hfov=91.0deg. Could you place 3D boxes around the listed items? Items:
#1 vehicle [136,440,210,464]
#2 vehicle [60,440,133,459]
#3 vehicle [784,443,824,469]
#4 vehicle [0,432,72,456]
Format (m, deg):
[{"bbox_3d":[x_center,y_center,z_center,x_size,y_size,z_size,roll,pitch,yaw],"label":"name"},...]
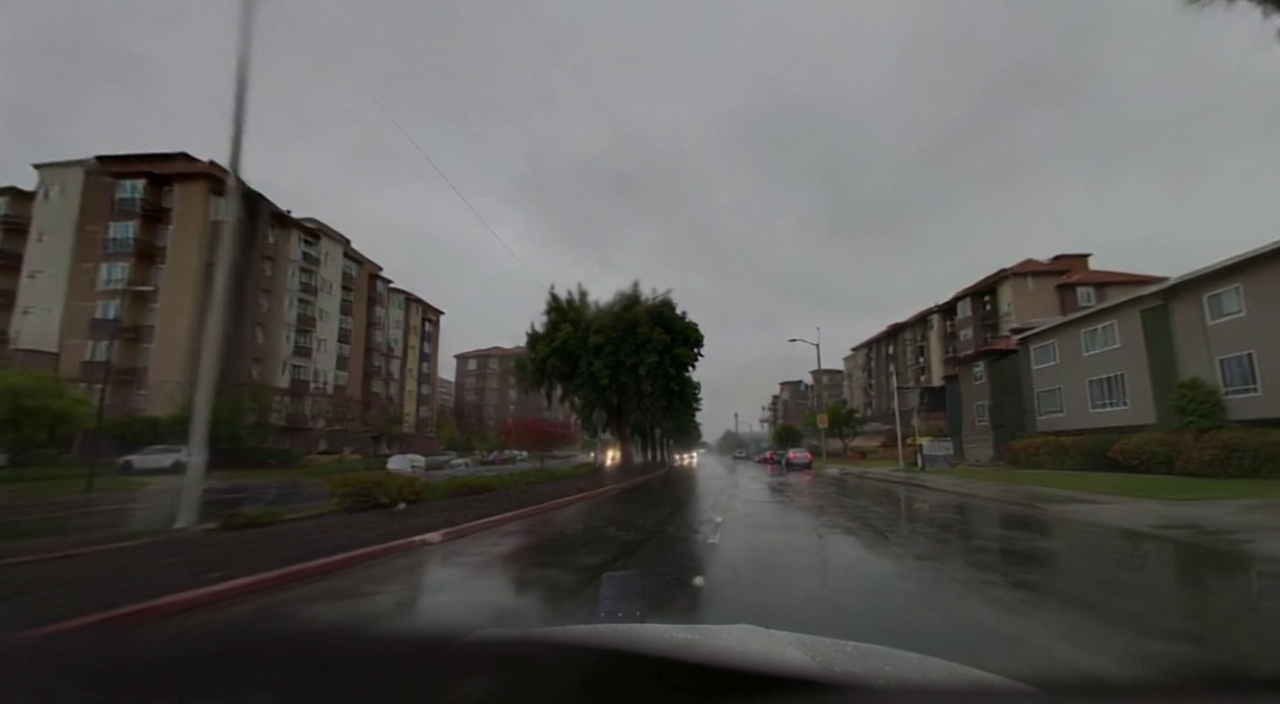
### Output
[{"bbox_3d":[-34.765,7.451,46.841,4.334,1.686,1.925,-2,-9,13],"label":"vehicle"},{"bbox_3d":[-41.807,7.513,48.416,4.394,1.451,1.861,-2,-9,12],"label":"vehicle"},{"bbox_3d":[12.644,8.064,48.861,2.241,1.877,4.810,-1,-9,6],"label":"vehicle"},{"bbox_3d":[-48.085,7.306,49.817,4.744,1.812,2.018,-2,-9,12],"label":"vehicle"}]
